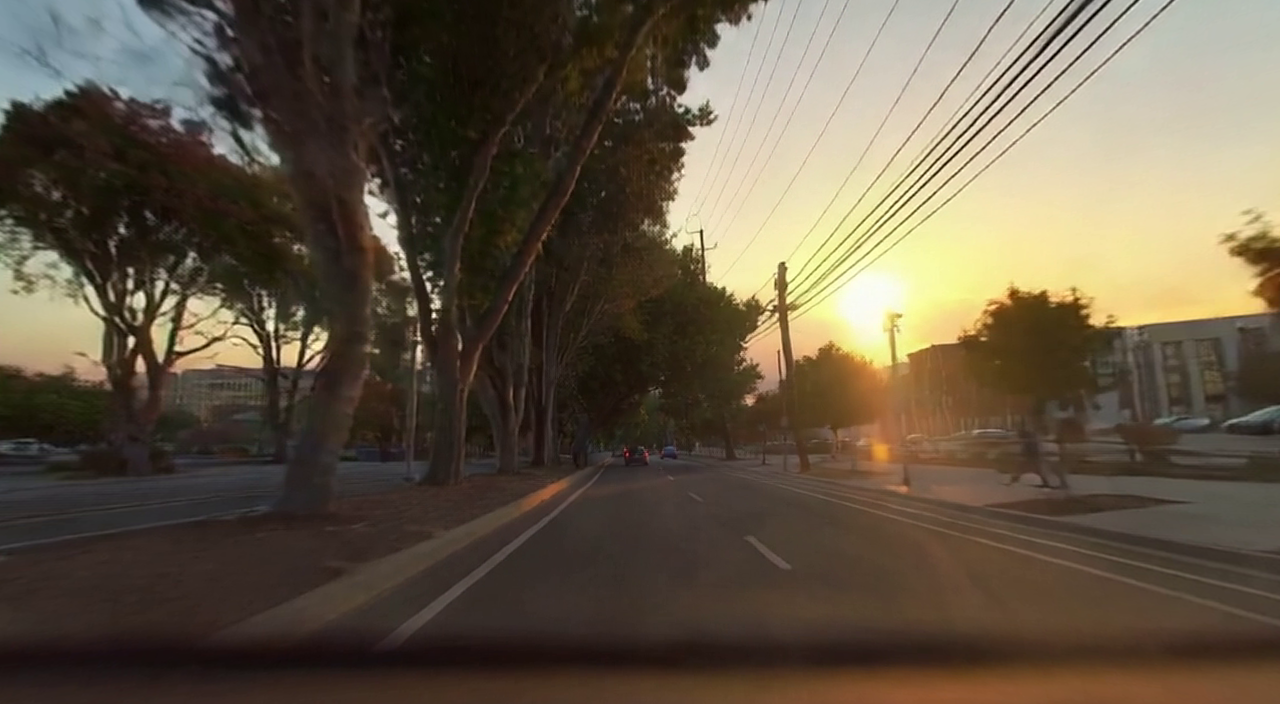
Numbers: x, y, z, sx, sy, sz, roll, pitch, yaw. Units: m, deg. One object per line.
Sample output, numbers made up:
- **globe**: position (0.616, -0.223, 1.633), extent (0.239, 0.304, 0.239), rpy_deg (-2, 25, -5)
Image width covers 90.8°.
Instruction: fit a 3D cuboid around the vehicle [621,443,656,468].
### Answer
- **vehicle**: position (-0.166, 6.590, 40.571), extent (2.109, 1.501, 4.042), rpy_deg (0, -8, -2)
